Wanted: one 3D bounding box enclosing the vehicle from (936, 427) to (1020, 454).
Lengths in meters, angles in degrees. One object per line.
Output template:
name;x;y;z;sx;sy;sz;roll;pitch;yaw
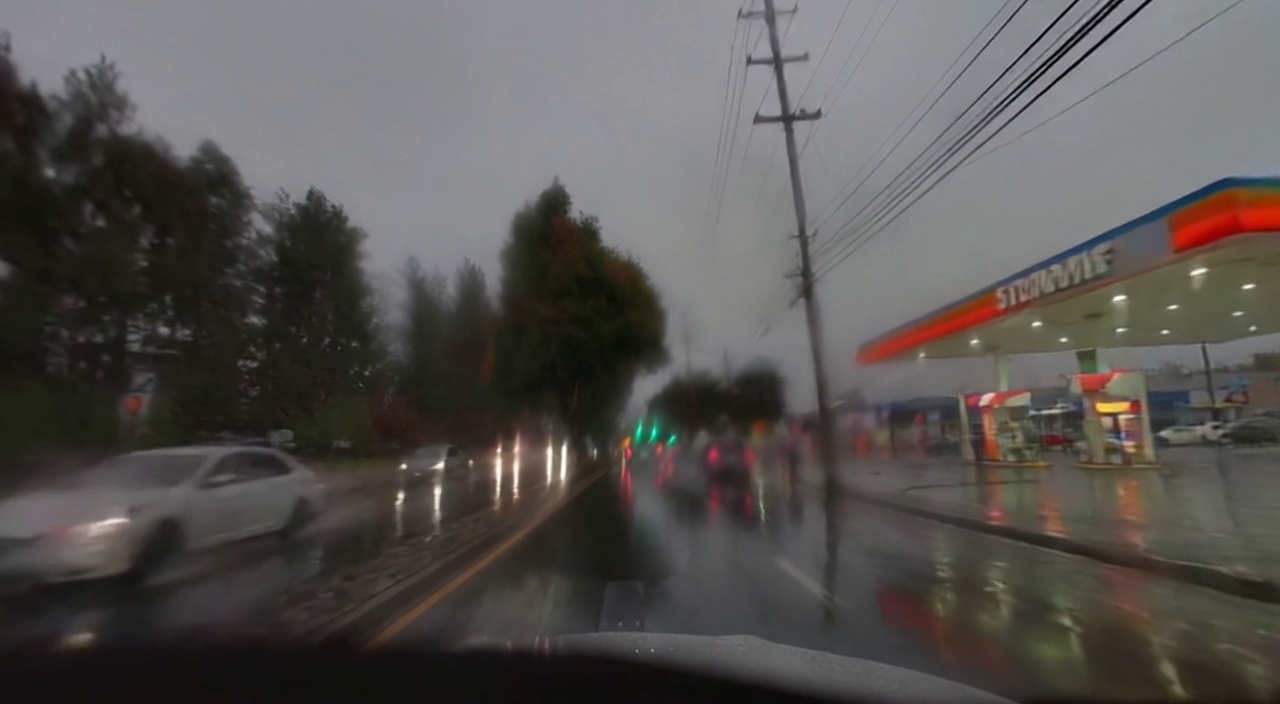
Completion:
vehicle;23.129;6.114;43.497;2.187;1.757;4.663;3;-9;-22

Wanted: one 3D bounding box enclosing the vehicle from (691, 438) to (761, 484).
vehicle;3.232;4.230;24.730;1.990;1.592;4.294;-1;-9;-2

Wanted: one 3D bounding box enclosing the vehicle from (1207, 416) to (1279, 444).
vehicle;43.129;5.547;44.834;2.150;1.588;3.729;3;-13;-38

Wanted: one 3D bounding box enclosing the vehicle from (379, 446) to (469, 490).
vehicle;-8.343;4.493;24.866;1.953;1.470;4.522;-2;-9;0

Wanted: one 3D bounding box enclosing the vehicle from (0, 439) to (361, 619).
vehicle;-4.931;1.788;7.242;1.816;1.484;3.629;-1;-9;0

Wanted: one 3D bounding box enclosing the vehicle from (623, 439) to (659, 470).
vehicle;0.046;6.429;39.755;2.163;1.825;4.073;-1;-9;-1
